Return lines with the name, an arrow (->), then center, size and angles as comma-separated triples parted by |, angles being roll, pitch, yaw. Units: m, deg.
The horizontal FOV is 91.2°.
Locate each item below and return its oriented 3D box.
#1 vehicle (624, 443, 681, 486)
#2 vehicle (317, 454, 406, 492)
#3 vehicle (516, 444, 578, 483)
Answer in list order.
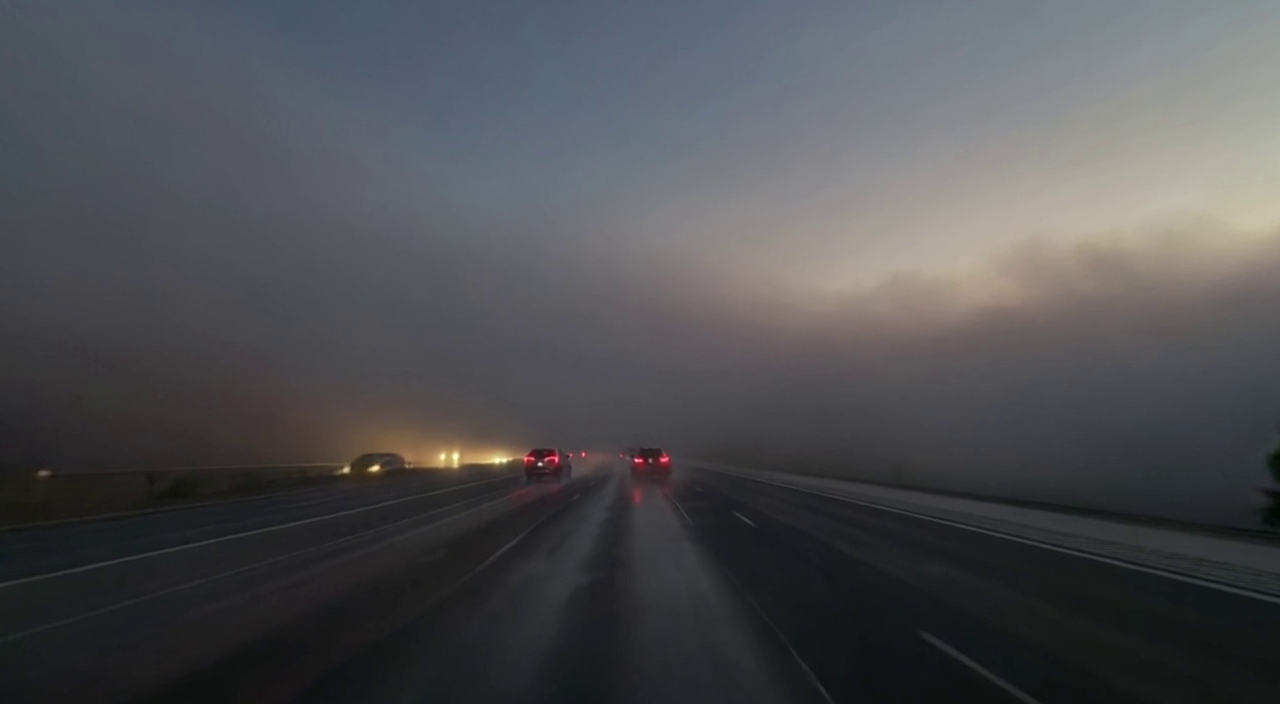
vehicle -> 0.416, 4.366, 24.616 | 2.015, 1.526, 4.286 | 0, -9, -1
vehicle -> -12.483, 5.443, 28.467 | 1.954, 1.514, 4.517 | -1, -9, 0
vehicle -> -3.875, 4.762, 26.983 | 1.940, 1.502, 4.463 | -1, -9, 1
